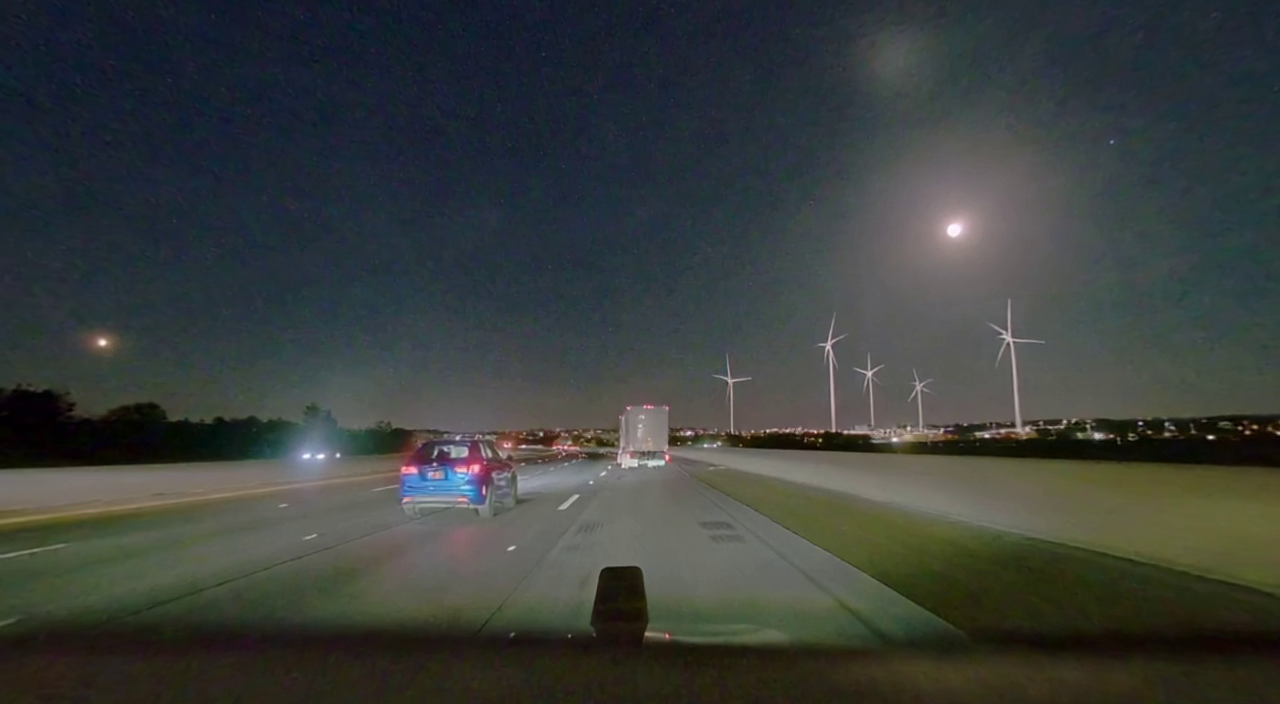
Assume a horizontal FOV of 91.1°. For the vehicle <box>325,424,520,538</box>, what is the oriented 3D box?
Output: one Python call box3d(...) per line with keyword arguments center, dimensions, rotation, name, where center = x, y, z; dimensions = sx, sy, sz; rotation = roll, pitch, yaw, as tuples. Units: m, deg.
box3d(center=(-3.617, 2.208, 11.318), dimensions=(2.109, 1.684, 3.783), rotation=(0, -8, 0), name="vehicle")
